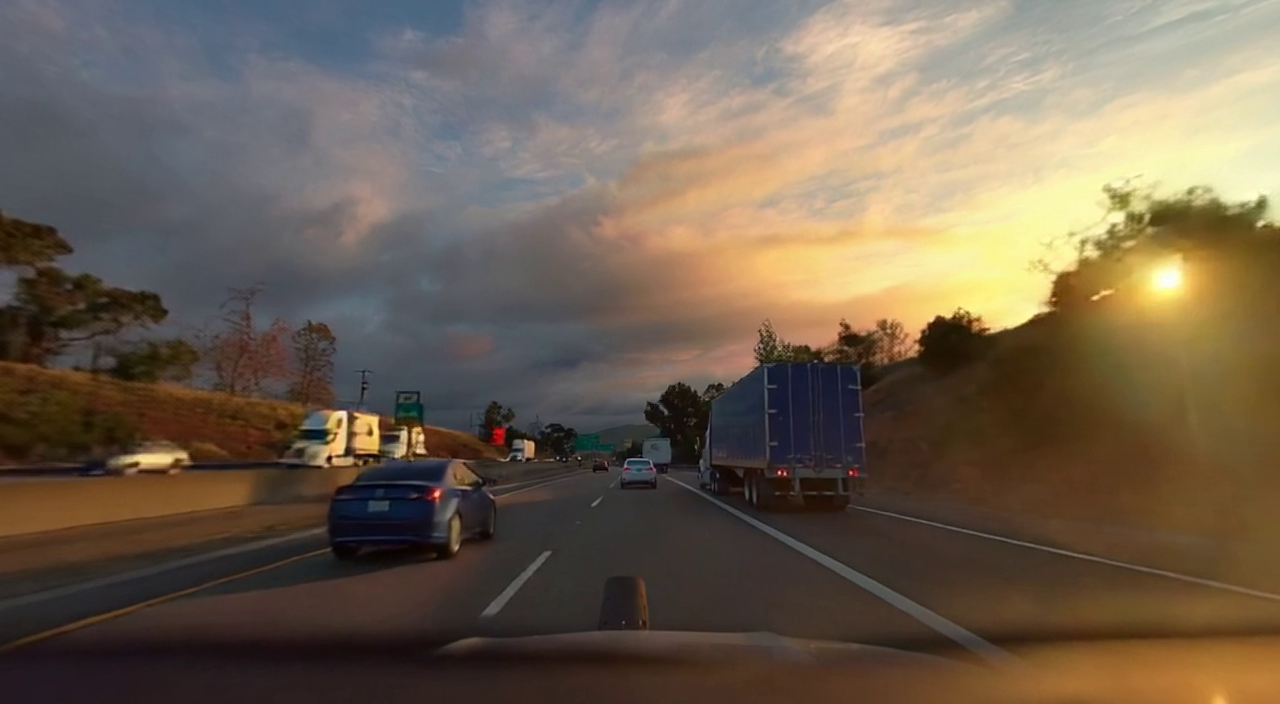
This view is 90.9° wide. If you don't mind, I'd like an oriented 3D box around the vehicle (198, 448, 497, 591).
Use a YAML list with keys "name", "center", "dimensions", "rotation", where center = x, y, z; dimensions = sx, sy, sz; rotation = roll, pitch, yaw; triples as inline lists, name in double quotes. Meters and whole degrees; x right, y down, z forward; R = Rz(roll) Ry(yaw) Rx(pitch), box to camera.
- name: "vehicle"
  center: [-3.532, 2.083, 8.700]
  dimensions: [2.105, 1.467, 4.099]
  rotation: [0, -9, 1]

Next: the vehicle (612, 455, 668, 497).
- name: "vehicle"
  center: [-0.005, 4.986, 25.720]
  dimensions: [2.089, 1.516, 4.191]
  rotation: [0, -9, -1]

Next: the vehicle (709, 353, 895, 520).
- name: "vehicle"
  center: [4.659, 3.122, 22.189]
  dimensions: [2.877, 4.035, 13.897]
  rotation: [0, -9, 0]

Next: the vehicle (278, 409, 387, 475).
- name: "vehicle"
  center: [-19.811, 5.973, 41.396]
  dimensions: [2.967, 3.881, 8.316]
  rotation: [0, -9, -1]

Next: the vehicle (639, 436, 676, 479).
- name: "vehicle"
  center: [1.450, 8.116, 48.449]
  dimensions: [2.650, 2.978, 6.937]
  rotation: [0, -10, 3]
